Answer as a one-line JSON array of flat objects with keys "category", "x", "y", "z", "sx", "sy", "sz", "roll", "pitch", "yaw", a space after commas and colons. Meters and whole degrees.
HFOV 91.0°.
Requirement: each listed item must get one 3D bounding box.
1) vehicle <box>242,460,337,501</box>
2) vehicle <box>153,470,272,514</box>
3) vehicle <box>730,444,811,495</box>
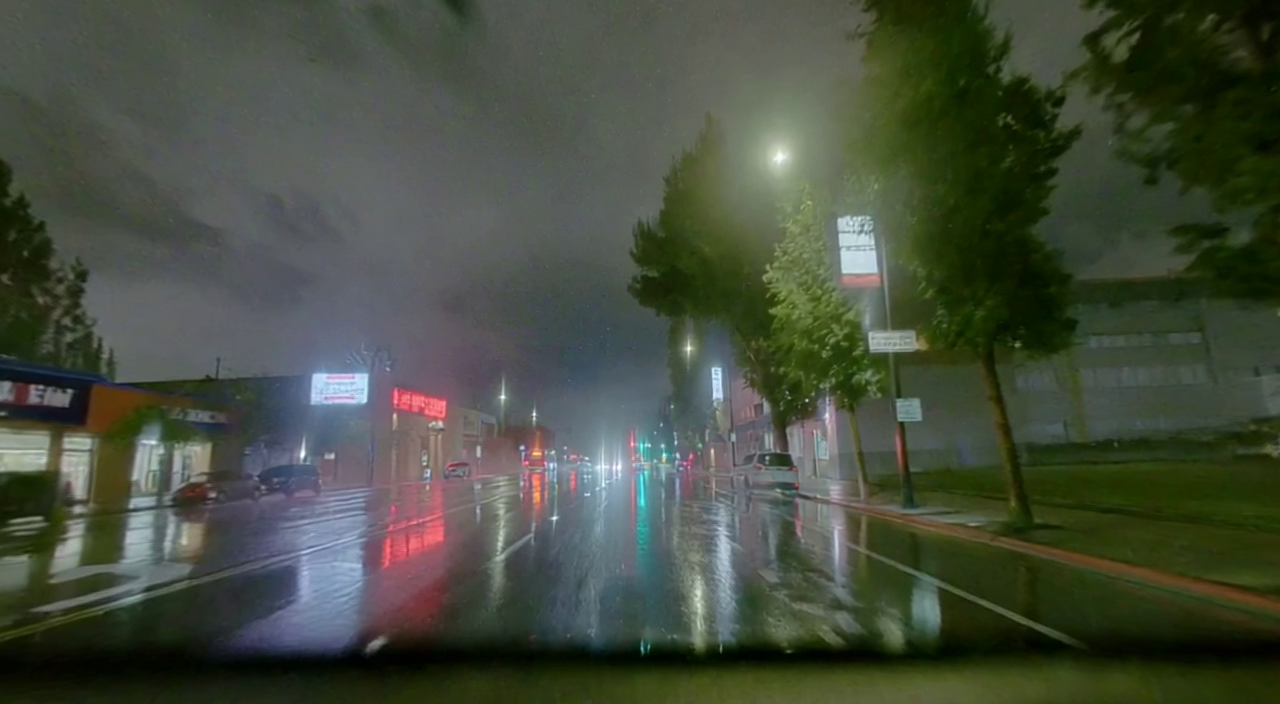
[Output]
[{"category": "vehicle", "x": -17.549, "y": 6.420, "z": 31.811, "sx": 1.920, "sy": 1.796, "sz": 4.710, "roll": 0, "pitch": -9, "yaw": 2}, {"category": "vehicle", "x": -17.380, "y": 5.669, "z": 25.917, "sx": 1.767, "sy": 1.487, "sz": 4.265, "roll": 0, "pitch": -9, "yaw": 2}, {"category": "vehicle", "x": 5.115, "y": 4.682, "z": 25.527, "sx": 2.241, "sy": 1.832, "sz": 5.234, "roll": 0, "pitch": -9, "yaw": 1}]
